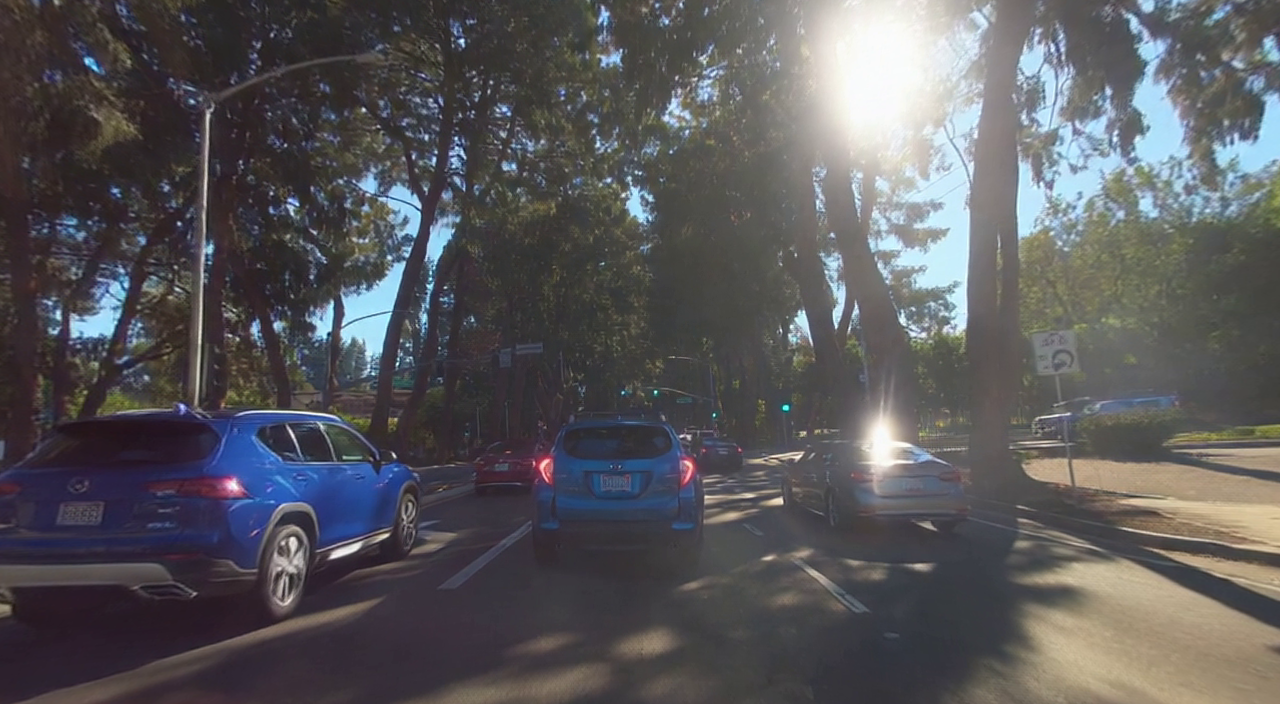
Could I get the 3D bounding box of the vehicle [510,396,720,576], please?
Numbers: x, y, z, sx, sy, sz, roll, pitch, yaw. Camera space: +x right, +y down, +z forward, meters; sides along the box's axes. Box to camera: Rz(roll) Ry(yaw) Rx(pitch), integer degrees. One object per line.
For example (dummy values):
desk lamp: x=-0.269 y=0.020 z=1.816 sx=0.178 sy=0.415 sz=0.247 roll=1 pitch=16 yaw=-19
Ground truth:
vehicle: x=-0.233 y=1.692 z=8.716 sx=2.132 sy=1.816 sz=4.471 roll=0 pitch=-8 yaw=1

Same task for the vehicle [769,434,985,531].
vehicle: x=4.216 y=2.386 z=12.260 sx=2.036 sy=1.480 sz=4.659 roll=1 pitch=-8 yaw=-5

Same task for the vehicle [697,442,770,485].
vehicle: x=3.340 y=4.058 z=23.310 sx=1.996 sy=1.443 sz=4.270 roll=0 pitch=-8 yaw=-1

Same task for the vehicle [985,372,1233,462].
vehicle: x=17.857 y=2.550 z=24.369 sx=7.314 sy=3.230 sz=2.680 roll=0 pitch=-8 yaw=-1

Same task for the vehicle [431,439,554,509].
vehicle: x=-3.425 y=2.907 z=15.523 sx=1.897 sy=1.479 sz=4.204 roll=0 pitch=-8 yaw=1

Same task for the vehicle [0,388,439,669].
vehicle: x=-3.699 y=1.393 z=6.070 sx=2.039 sy=1.709 sz=4.265 roll=0 pitch=-8 yaw=1
